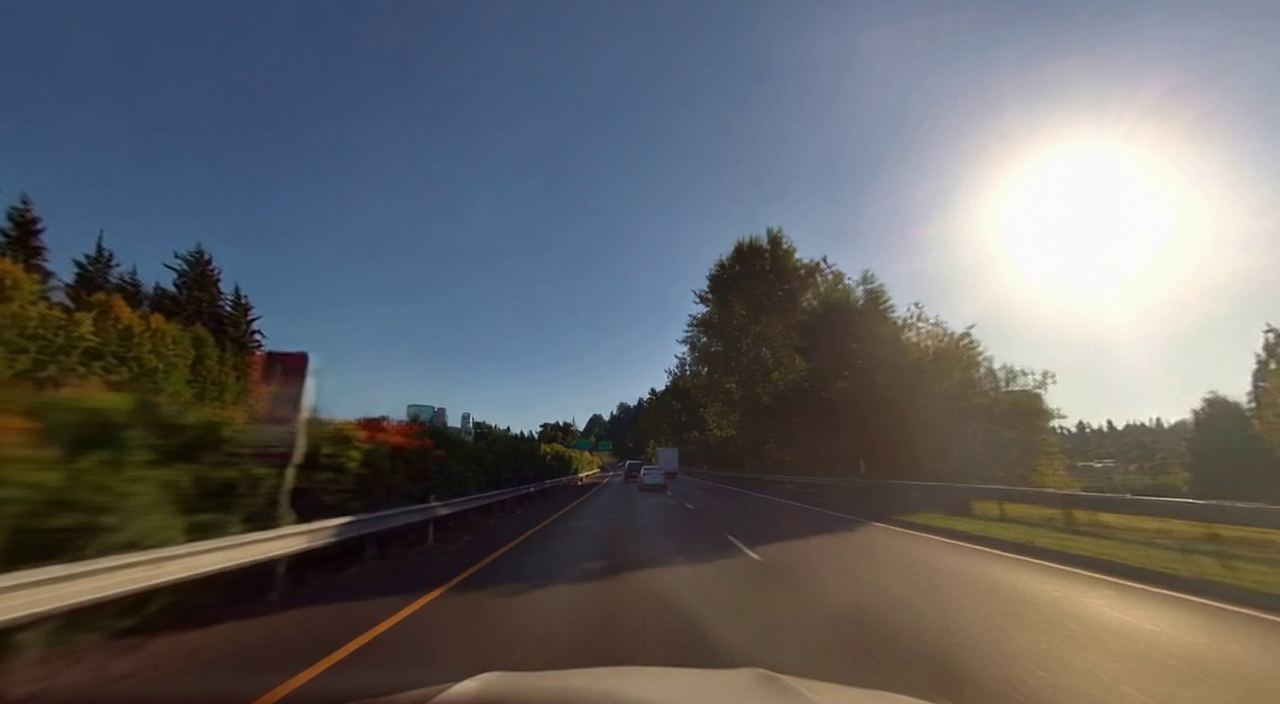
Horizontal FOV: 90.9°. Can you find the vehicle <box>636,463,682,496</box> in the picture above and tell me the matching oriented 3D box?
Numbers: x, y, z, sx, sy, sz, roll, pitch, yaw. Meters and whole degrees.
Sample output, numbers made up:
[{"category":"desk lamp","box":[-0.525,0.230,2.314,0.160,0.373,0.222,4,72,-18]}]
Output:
[{"category":"vehicle","box":[0.858,6.163,30.589,1.976,1.467,3.783,1,-11,-2]}]
